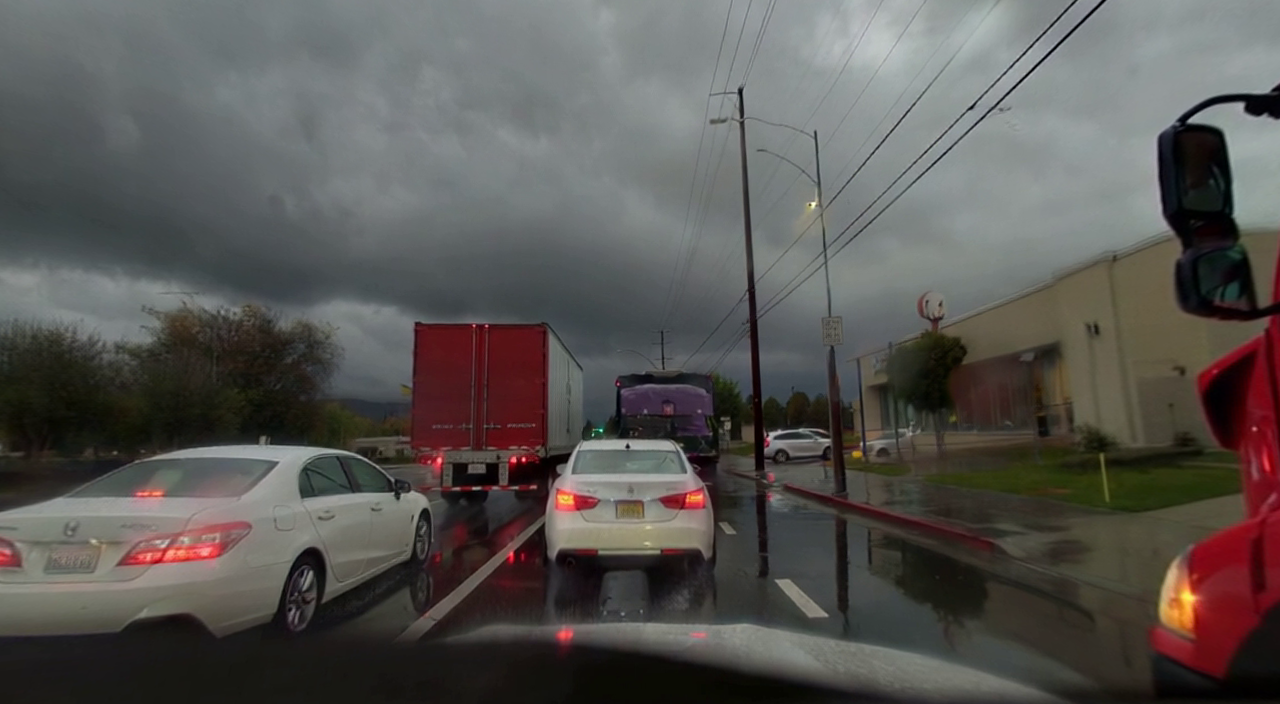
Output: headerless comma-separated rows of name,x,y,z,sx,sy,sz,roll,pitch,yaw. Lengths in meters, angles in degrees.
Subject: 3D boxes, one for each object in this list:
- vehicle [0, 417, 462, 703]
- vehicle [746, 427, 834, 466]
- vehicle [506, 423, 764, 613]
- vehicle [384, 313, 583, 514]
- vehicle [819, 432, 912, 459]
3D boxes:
vehicle,-3.089,1.369,5.159,1.969,1.471,4.378,0,-8,0
vehicle,7.782,4.982,33.066,2.061,1.845,4.829,3,-9,-21
vehicle,-0.087,1.642,7.177,2.067,1.506,4.118,0,-8,-1
vehicle,-3.254,1.649,15.469,3.020,3.800,7.105,0,-8,0
vehicle,12.767,5.344,35.796,4.574,1.478,1.880,0,-8,3
